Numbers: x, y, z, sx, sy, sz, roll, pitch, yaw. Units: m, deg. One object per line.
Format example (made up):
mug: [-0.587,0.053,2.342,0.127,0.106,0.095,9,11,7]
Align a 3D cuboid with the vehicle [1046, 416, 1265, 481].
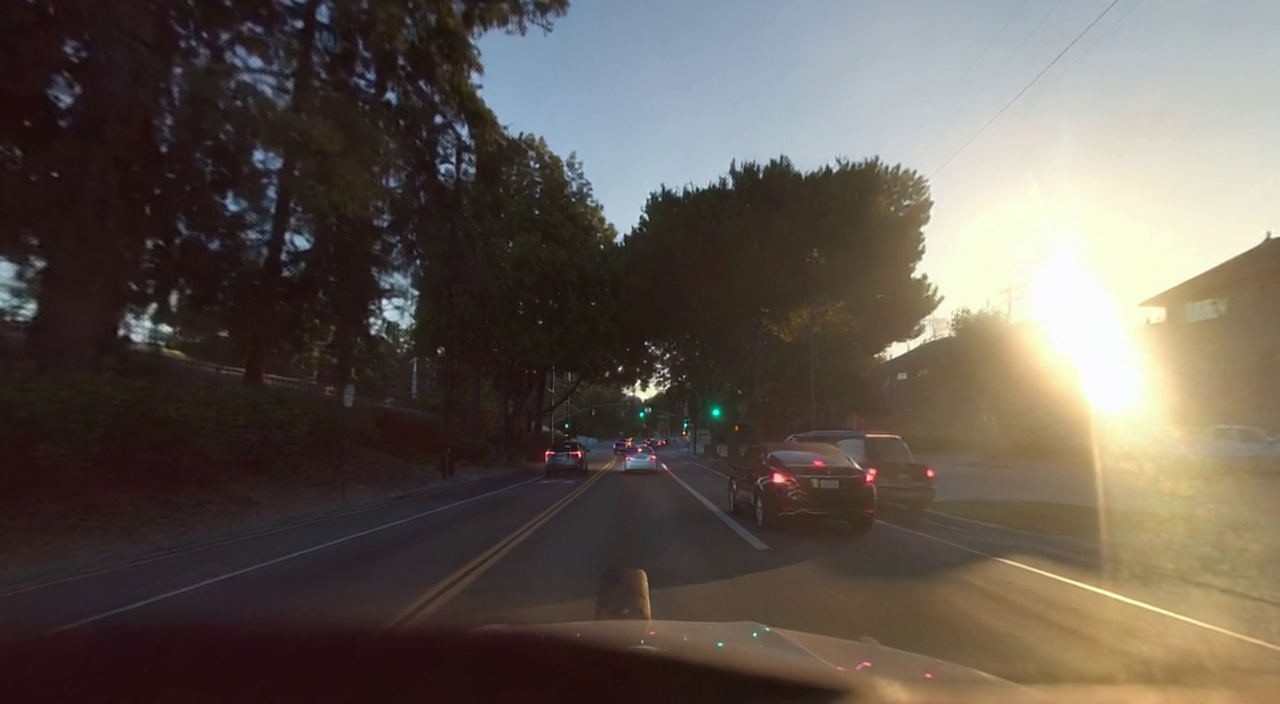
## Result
vehicle: [16.528,3.210,20.792,2.478,1.836,5.409,0,-9,-2]

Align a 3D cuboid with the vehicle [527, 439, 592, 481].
vehicle: [-3.117,4.266,25.282,2.012,1.505,4.205,0,-8,1]

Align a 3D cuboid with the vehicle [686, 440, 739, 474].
vehicle: [3.308,4.875,29.512,1.943,1.484,4.030,0,-8,-1]

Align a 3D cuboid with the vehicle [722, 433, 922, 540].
vehicle: [2.856,2.219,11.151,2.158,1.483,4.415,0,-8,-1]

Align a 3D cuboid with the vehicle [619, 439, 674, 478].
vehicle: [0.241,4.370,26.266,2.101,1.467,4.210,0,-8,0]
